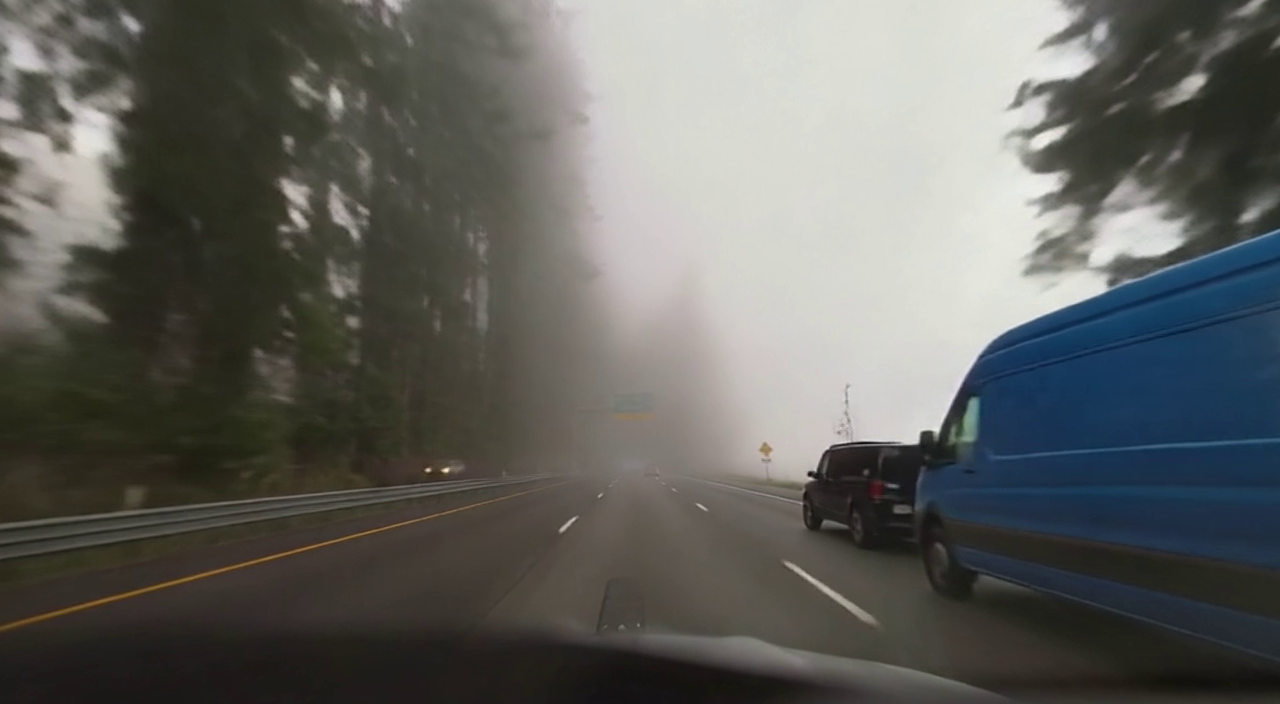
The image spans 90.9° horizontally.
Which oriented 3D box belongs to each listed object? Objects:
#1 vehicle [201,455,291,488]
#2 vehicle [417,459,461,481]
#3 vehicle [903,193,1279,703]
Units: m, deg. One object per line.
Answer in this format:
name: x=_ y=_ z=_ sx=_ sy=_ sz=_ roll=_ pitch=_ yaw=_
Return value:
vehicle: x=-19.243 y=5.875 z=30.981 sx=1.756 sy=1.446 sz=4.027 roll=1 pitch=-11 yaw=0
vehicle: x=-14.915 y=8.783 z=46.982 sx=1.915 sy=1.493 sz=3.984 roll=1 pitch=-11 yaw=0
vehicle: x=4.511 y=0.780 z=3.998 sx=2.737 sy=2.711 sz=6.687 roll=1 pitch=-11 yaw=0
